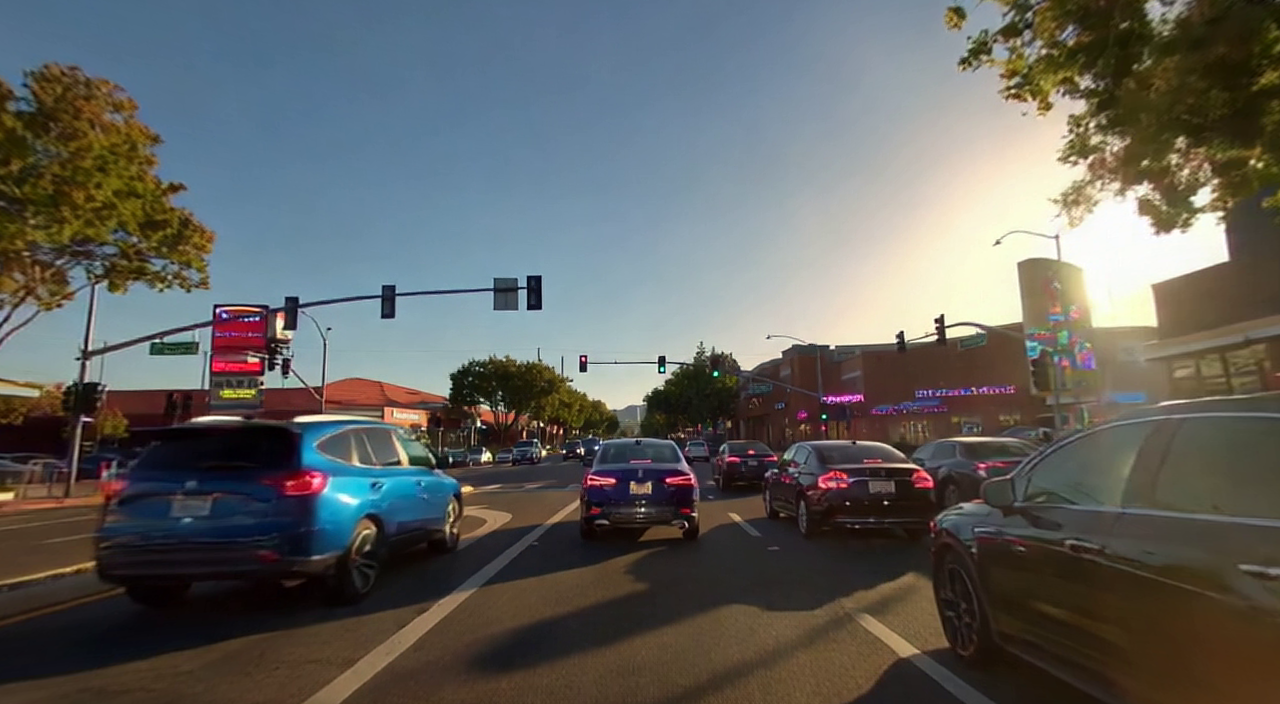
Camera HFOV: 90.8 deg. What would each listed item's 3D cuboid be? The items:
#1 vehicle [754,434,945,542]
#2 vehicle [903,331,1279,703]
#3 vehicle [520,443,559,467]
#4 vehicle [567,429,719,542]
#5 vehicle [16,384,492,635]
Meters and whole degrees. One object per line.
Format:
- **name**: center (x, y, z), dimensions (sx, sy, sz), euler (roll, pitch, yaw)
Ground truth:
- **vehicle**: center (3.347, 2.236, 11.087), dimensions (1.865, 1.496, 4.170), euler (0, -8, -1)
- **vehicle**: center (3.035, 0.860, 2.568), dimensions (2.075, 1.661, 4.401), euler (0, -8, 1)
- **vehicle**: center (-7.893, 8.085, 49.928), dimensions (2.293, 1.777, 4.497), euler (0, -8, 0)
- **vehicle**: center (0.028, 2.175, 10.883), dimensions (2.154, 1.577, 3.723), euler (0, -8, 0)
- **vehicle**: center (-3.405, 1.511, 7.099), dimensions (2.257, 1.823, 4.777), euler (0, -8, 1)
